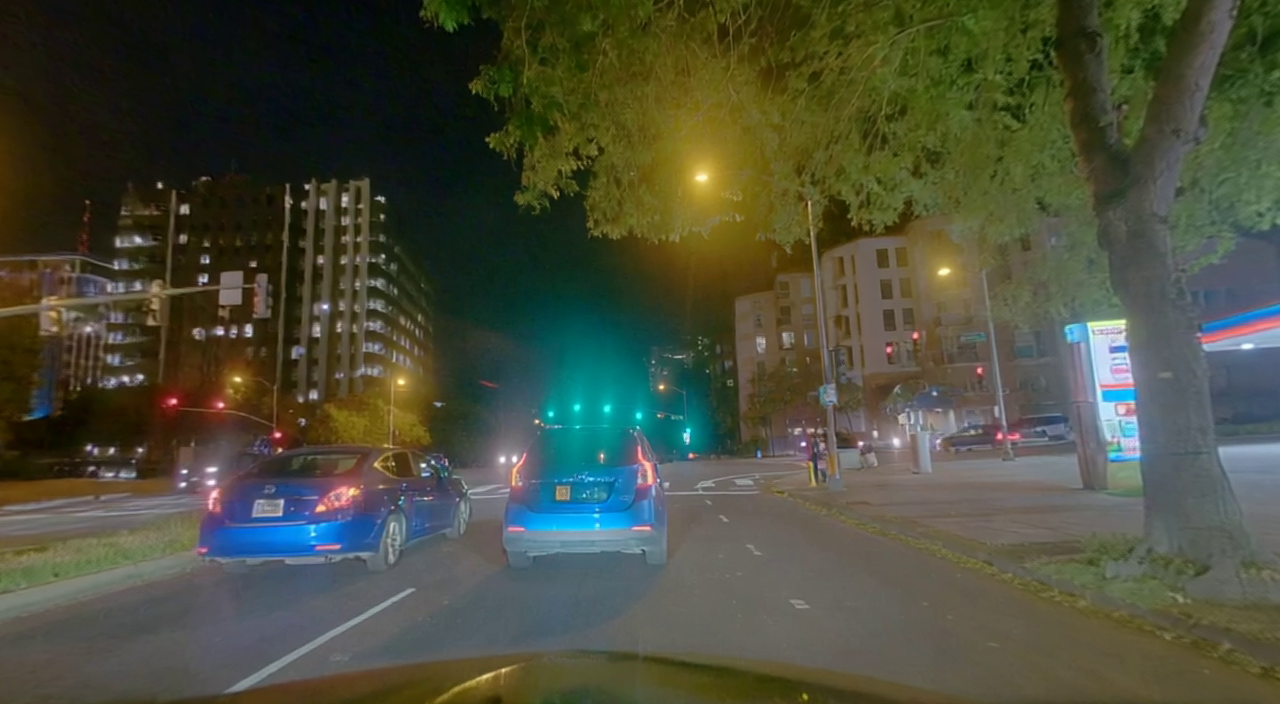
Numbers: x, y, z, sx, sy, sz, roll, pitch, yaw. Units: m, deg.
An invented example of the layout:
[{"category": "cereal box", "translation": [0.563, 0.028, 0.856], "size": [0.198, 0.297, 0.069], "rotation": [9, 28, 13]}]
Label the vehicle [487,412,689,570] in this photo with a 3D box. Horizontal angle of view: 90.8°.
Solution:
[{"category": "vehicle", "translation": [-0.590, 1.841, 9.139], "size": [2.210, 1.722, 4.215], "rotation": [0, -8, 0]}]

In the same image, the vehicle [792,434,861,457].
[{"category": "vehicle", "translation": [13.888, 6.988, 47.278], "size": [4.524, 1.681, 1.823], "rotation": [0, -8, 0]}]

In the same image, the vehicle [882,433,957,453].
[{"category": "vehicle", "translation": [20.725, 6.758, 46.991], "size": [4.700, 1.417, 1.789], "rotation": [0, -8, 1]}]

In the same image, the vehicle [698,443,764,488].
[{"category": "vehicle", "translation": [3.214, 4.069, 23.099], "size": [1.976, 1.462, 4.342], "rotation": [-1, -8, 3]}]

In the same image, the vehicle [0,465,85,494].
[{"category": "vehicle", "translation": [-38.017, 8.003, 39.773], "size": [4.371, 1.700, 1.920], "rotation": [-1, -8, 3]}]

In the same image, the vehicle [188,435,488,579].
[{"category": "vehicle", "translation": [-3.714, 1.953, 8.864], "size": [2.003, 1.492, 4.291], "rotation": [0, -8, 1]}]
